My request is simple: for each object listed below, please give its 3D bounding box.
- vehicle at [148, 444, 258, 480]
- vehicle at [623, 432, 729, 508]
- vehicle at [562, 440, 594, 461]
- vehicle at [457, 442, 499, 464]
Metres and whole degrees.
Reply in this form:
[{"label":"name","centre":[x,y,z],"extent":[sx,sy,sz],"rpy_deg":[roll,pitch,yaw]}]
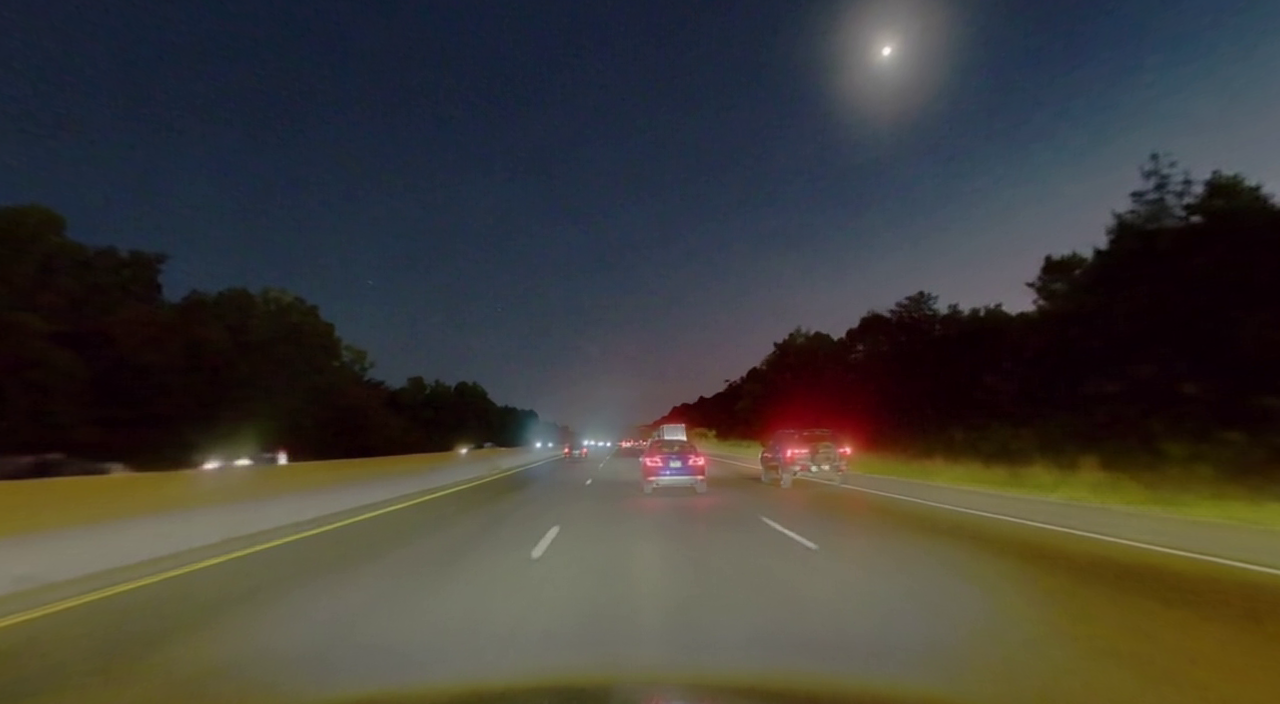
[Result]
[{"label":"vehicle","centre":[-19.555,4.903,28.477],"extent":[1.888,1.443,4.473],"rpy_deg":[0,-8,-2]},{"label":"vehicle","centre":[0.649,2.671,14.932],"extent":[1.961,1.495,4.743],"rpy_deg":[1,-8,-3]},{"label":"vehicle","centre":[-4.516,7.204,46.484],"extent":[2.055,1.466,4.317],"rpy_deg":[0,-8,-2]},{"label":"vehicle","centre":[-12.187,7.608,47.678],"extent":[2.060,1.505,4.442],"rpy_deg":[0,-8,-1]}]
